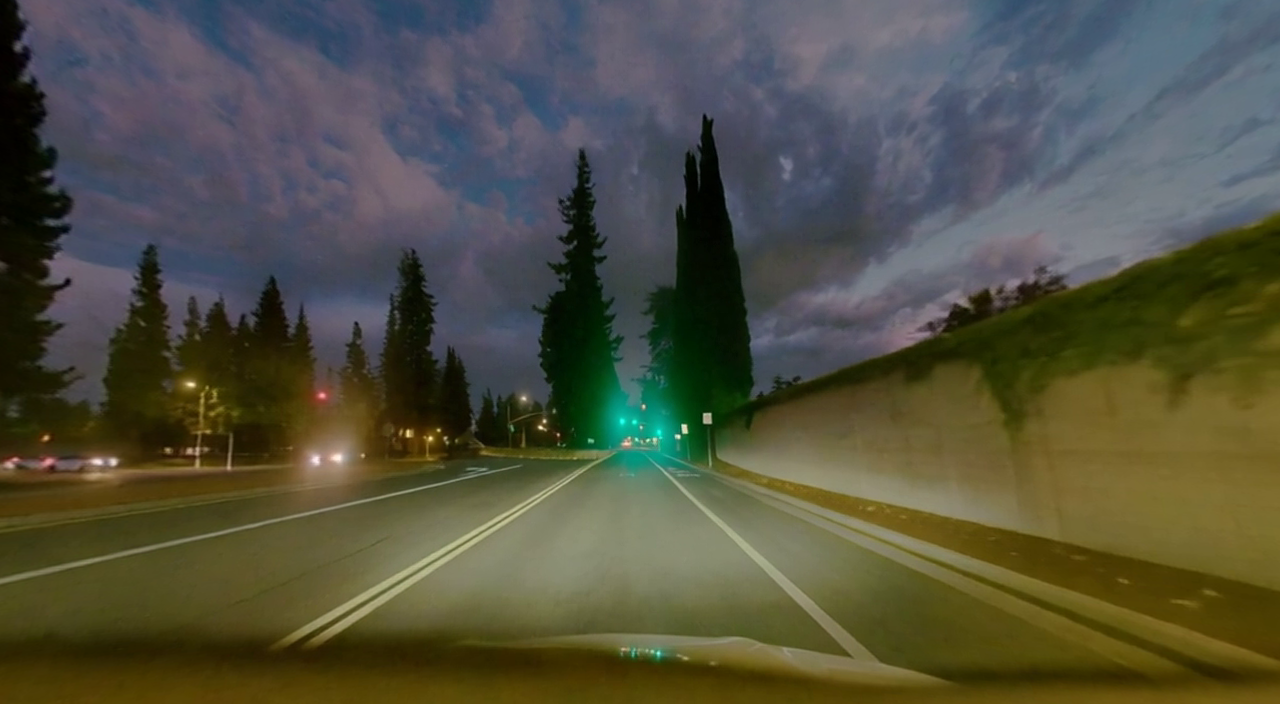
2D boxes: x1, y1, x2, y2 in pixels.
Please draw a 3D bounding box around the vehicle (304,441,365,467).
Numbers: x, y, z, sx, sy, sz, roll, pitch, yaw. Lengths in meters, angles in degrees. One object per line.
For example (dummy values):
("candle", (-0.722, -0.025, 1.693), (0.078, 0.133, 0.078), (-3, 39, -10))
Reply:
("vehicle", (-20.809, 6.963, 43.098), (1.896, 1.689, 4.599), (0, -8, 0))
